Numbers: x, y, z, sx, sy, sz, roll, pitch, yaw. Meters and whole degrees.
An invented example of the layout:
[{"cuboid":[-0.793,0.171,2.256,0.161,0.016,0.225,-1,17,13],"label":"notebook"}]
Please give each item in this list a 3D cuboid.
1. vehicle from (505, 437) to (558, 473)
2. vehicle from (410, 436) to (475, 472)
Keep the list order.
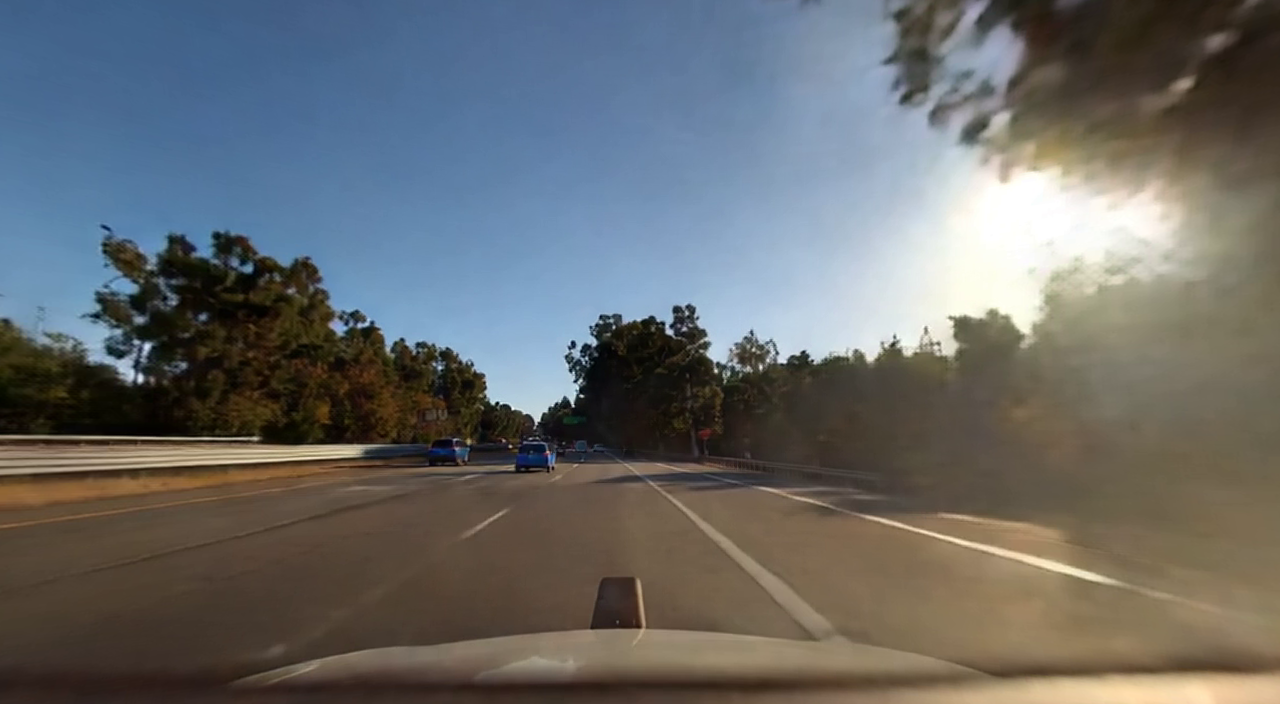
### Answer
[{"cuboid":[-5.621,5.412,33.313,2.146,1.766,4.502,1,-9,-2],"label":"vehicle"},{"cuboid":[-9.886,5.157,32.014,2.016,1.711,4.365,1,-9,-2],"label":"vehicle"}]
